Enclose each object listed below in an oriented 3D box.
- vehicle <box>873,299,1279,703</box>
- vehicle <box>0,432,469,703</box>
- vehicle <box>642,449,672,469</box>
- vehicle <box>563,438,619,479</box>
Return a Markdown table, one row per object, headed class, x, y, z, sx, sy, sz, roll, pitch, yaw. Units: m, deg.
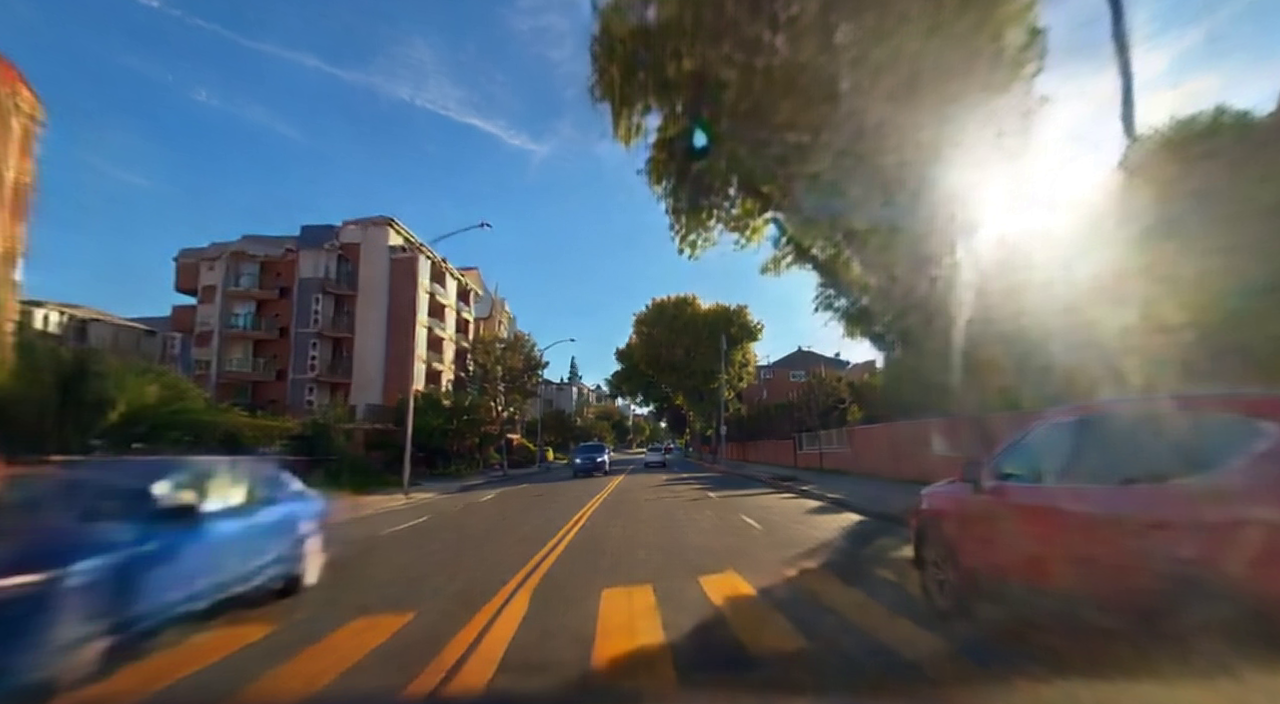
| class | x | y | z | sx | sy | sz | roll | pitch | yaw |
| --- | --- | --- | --- | --- | --- | --- | --- | --- | --- |
| vehicle | 3.335 | 0.984 | 3.726 | 2.130 | 1.863 | 4.844 | 0 | -9 | 1 |
| vehicle | -3.091 | 1.495 | 5.386 | 2.170 | 1.513 | 4.270 | 0 | -9 | -2 |
| vehicle | 1.238 | 8.032 | 47.473 | 2.097 | 1.463 | 4.043 | 0 | -9 | 0 |
| vehicle | -2.586 | 5.836 | 34.894 | 2.469 | 2.023 | 5.896 | 0 | -9 | 1 |
